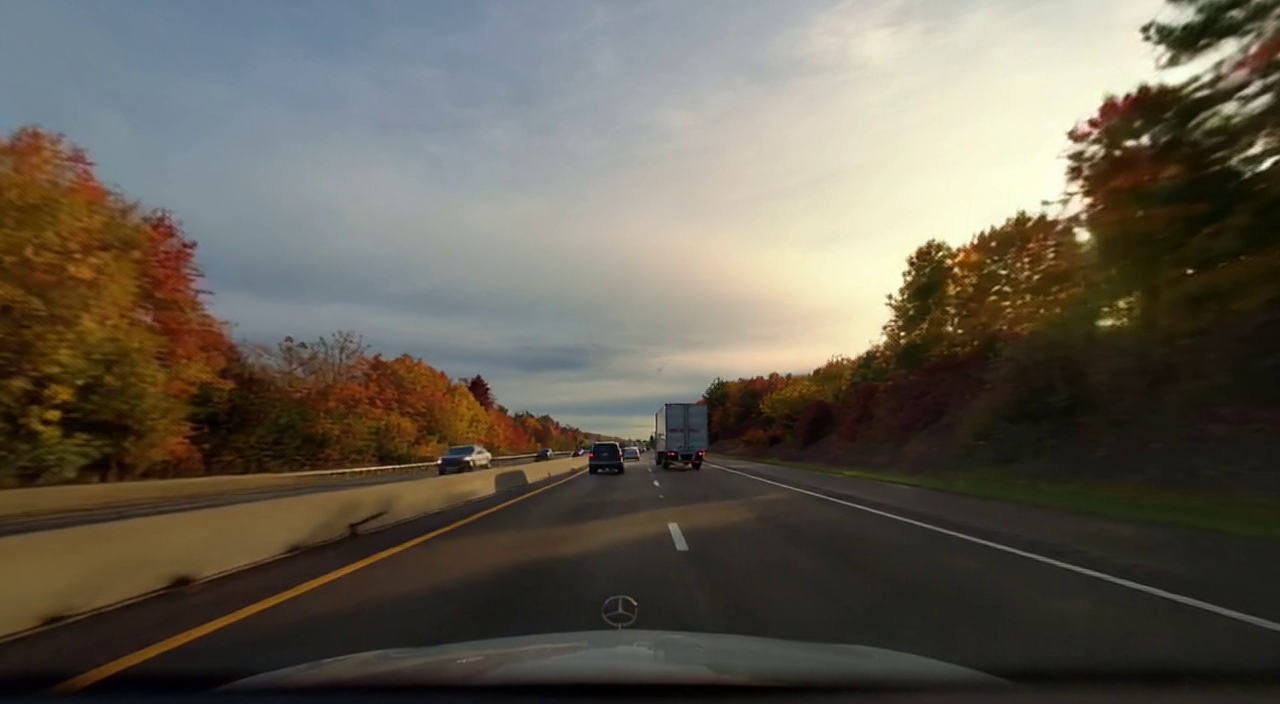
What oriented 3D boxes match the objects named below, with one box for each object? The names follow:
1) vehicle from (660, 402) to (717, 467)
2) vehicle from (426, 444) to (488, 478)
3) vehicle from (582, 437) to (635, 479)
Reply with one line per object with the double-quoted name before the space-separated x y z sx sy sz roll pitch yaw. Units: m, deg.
"vehicle" 3.252 6.259 46.574 3.068 4.042 13.787 0 -9 0
"vehicle" -9.494 5.695 32.868 1.977 1.633 4.138 -1 -9 0
"vehicle" -1.341 4.734 28.224 2.151 1.693 4.201 -1 -9 1
